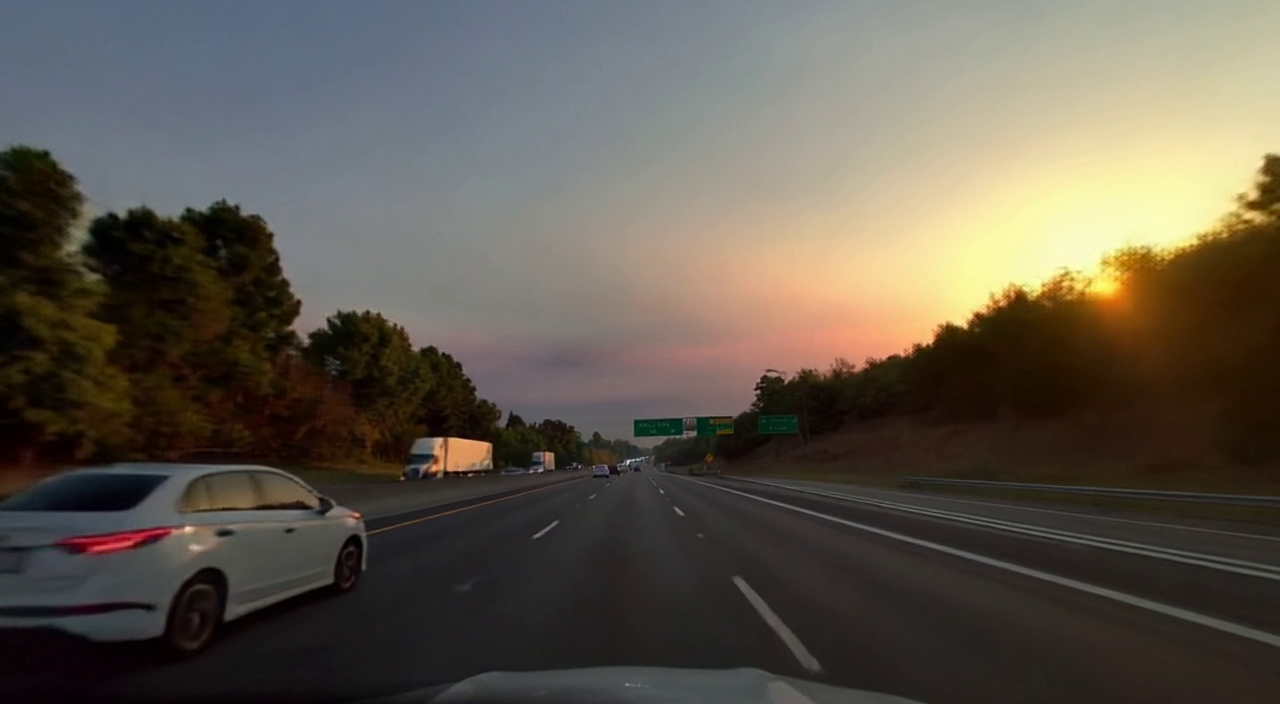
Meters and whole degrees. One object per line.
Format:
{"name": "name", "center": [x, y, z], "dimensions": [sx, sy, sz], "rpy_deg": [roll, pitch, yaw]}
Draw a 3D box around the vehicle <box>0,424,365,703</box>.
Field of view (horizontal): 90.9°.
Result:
{"name": "vehicle", "center": [-3.740, 1.245, 3.933], "dimensions": [1.998, 1.427, 4.462], "rpy_deg": [1, -10, 0]}
